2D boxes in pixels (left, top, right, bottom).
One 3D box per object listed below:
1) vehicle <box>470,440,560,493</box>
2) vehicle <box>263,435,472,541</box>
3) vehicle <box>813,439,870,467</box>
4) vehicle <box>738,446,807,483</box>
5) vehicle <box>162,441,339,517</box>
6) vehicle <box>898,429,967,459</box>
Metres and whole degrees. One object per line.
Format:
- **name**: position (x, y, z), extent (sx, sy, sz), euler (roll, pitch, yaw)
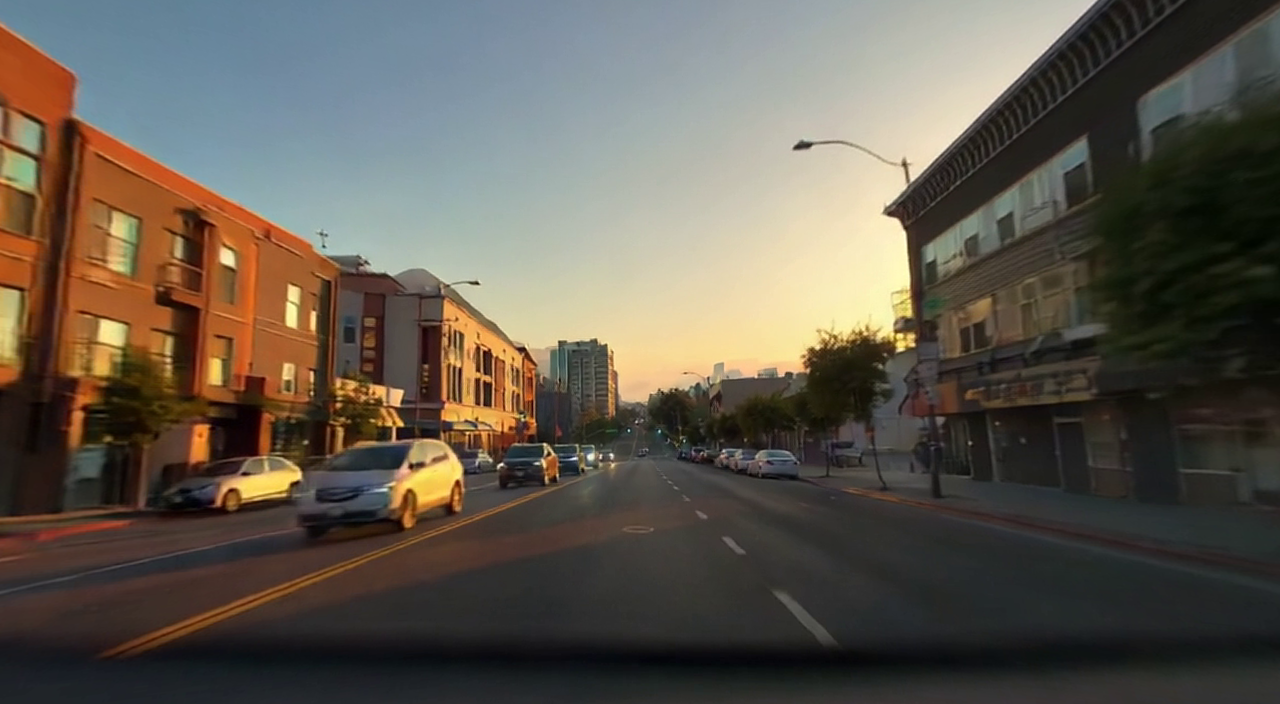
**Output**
- **vehicle**: position (-4.283, 3.996, 22.463), extent (2.145, 1.653, 4.421), euler (-1, -8, 2)
- **vehicle**: position (-4.871, 2.455, 12.122), extent (1.950, 1.636, 4.253), euler (-1, -8, 3)
- **vehicle**: position (11.830, 5.956, 37.460), extent (1.866, 1.506, 4.934), euler (-1, -8, 2)
- **vehicle**: position (6.073, 5.195, 29.492), extent (2.054, 1.525, 4.258), euler (0, -8, -4)
- **vehicle**: position (-10.351, 3.387, 17.329), extent (1.917, 1.735, 4.535), euler (-2, -9, 1)
- **vehicle**: position (17.374, 5.509, 37.814), extent (1.908, 1.680, 4.434), euler (0, -8, -1)
